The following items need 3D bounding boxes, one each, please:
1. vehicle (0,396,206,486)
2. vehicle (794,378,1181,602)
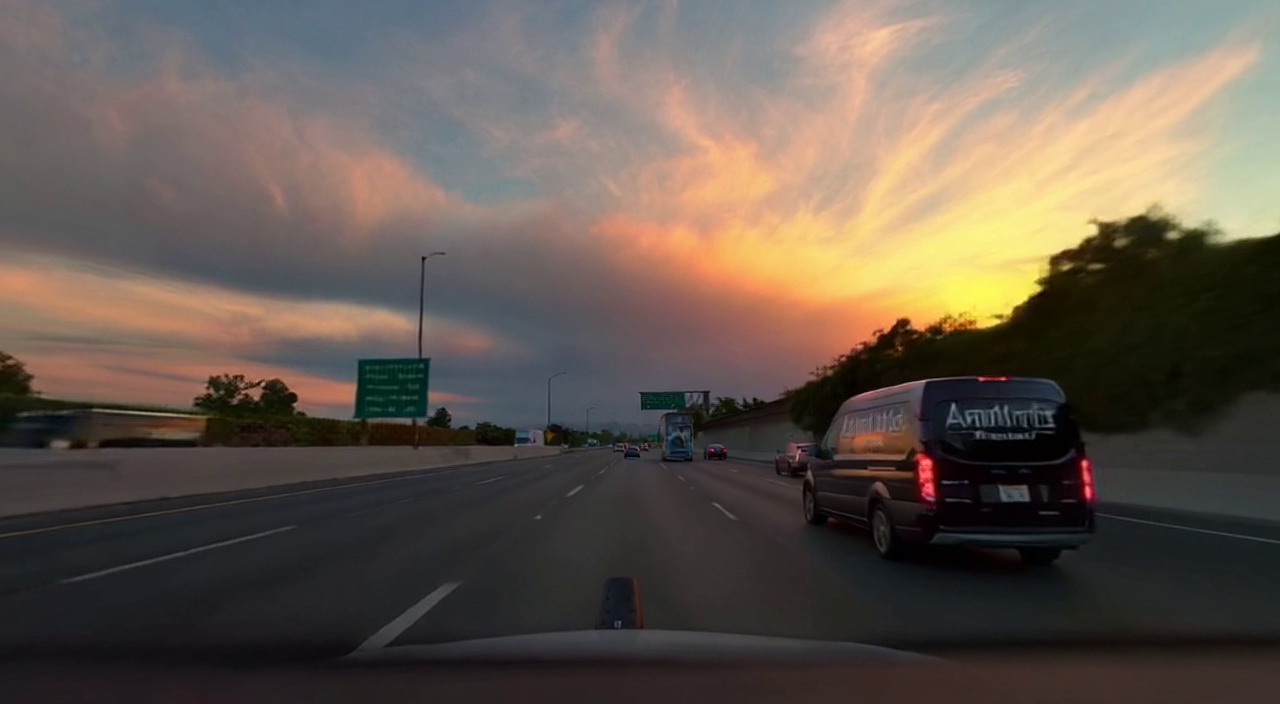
[{"bbox_3d":[-25.522,4.192,29.605,2.963,3.468,10.441,0,-8,0],"label":"vehicle"},{"bbox_3d":[3.620,1.551,7.980,2.035,1.931,4.841,0,-8,-1],"label":"vehicle"}]
